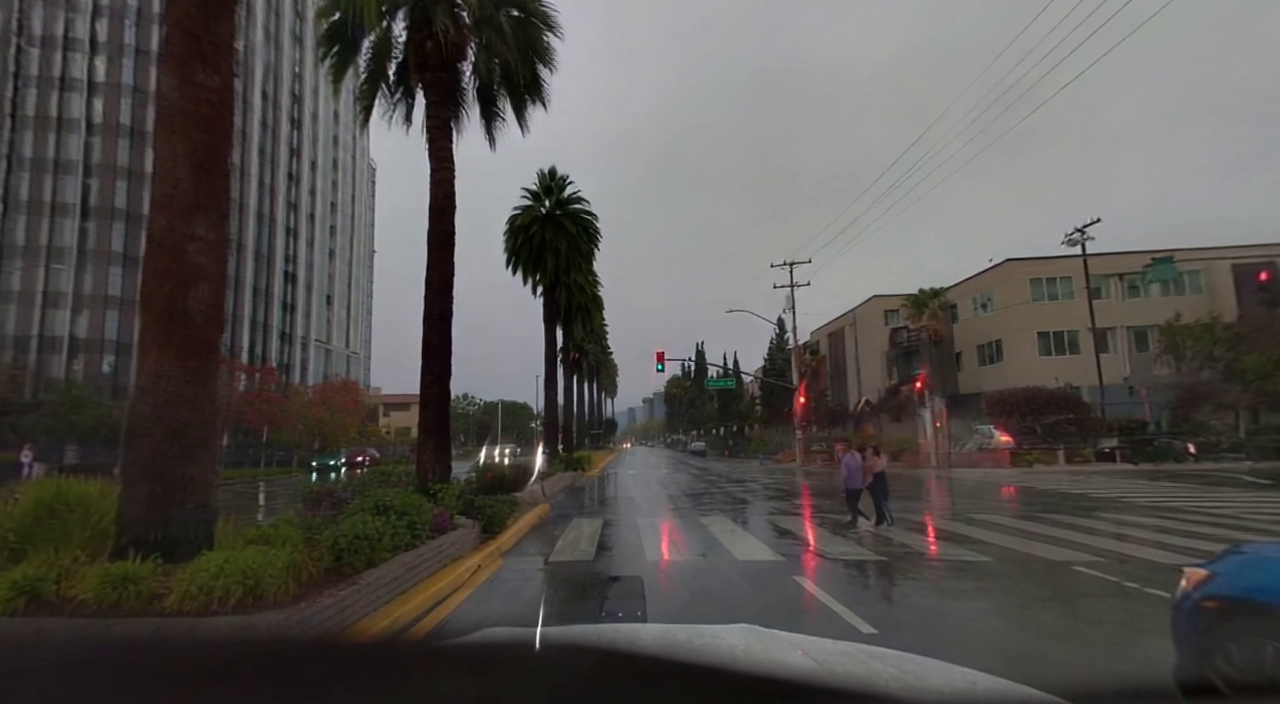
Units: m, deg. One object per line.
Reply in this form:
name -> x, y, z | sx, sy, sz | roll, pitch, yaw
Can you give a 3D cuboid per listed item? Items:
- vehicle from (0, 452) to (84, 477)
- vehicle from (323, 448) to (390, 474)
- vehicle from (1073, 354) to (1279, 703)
vehicle -> -41.574, 7.776, 43.998 | 1.804, 1.598, 4.362 | 0, -9, -3
vehicle -> -19.696, 7.543, 44.164 | 2.357, 1.678, 5.014 | 0, -9, 0
vehicle -> 3.301, 0.661, 1.118 | 2.060, 1.631, 4.169 | 0, -9, 0
